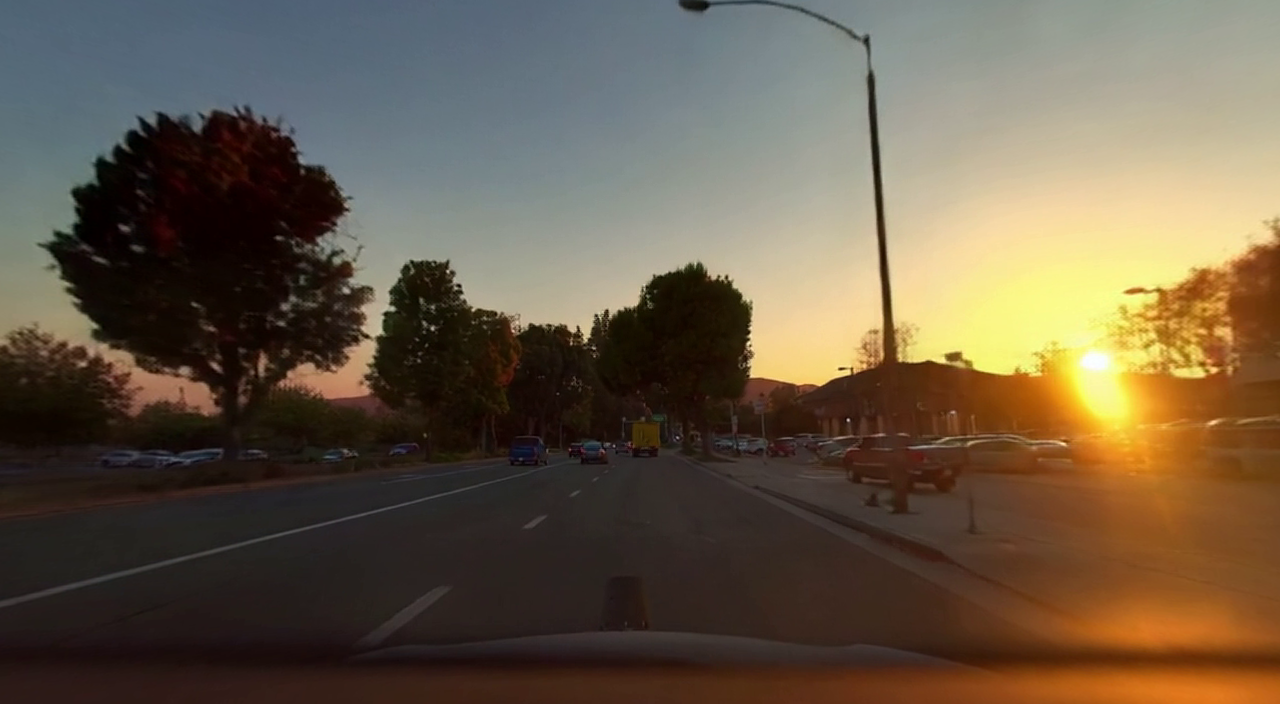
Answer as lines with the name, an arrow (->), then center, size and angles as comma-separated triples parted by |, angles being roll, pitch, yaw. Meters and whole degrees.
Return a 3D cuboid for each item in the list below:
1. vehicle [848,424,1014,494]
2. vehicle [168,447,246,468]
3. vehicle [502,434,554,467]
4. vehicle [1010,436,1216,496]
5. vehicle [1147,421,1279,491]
vehicle -> 8.165, 3.055, 18.317 | 2.057, 1.750, 4.679 | 1, -9, -8
vehicle -> -33.554, 8.180, 48.954 | 4.462, 1.613, 2.046 | 0, -8, -2
vehicle -> -6.801, 6.059, 38.952 | 2.149, 1.893, 5.187 | 0, -8, 1
vehicle -> 13.371, 3.217, 18.255 | 1.944, 1.476, 4.483 | 2, -9, -13
vehicle -> 18.457, 2.963, 18.064 | 2.211, 1.880, 5.847 | 2, -9, -12
